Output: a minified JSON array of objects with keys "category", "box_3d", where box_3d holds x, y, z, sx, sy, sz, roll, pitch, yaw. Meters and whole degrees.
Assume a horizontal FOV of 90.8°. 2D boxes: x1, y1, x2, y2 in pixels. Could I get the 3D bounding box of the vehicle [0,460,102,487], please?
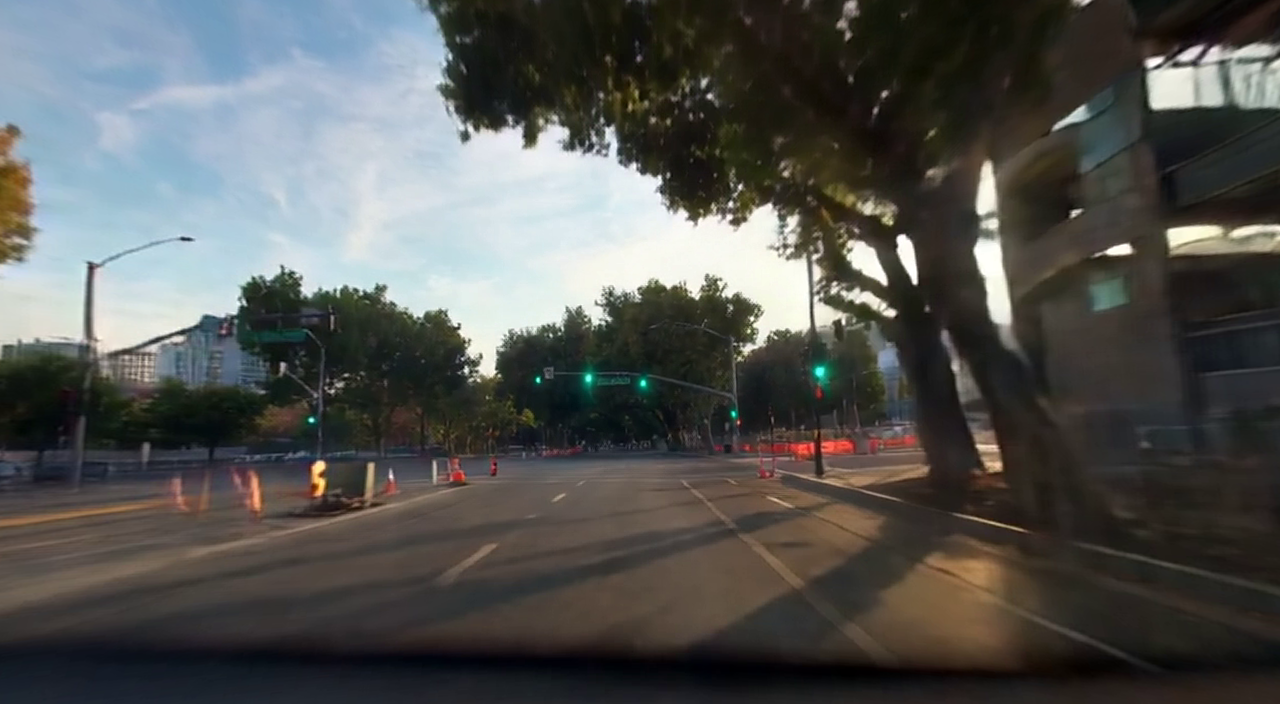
[{"category":"vehicle","box_3d":[-37.562,7.704,40.252,4.530,1.540,2.057,0,-8,-2]}]
